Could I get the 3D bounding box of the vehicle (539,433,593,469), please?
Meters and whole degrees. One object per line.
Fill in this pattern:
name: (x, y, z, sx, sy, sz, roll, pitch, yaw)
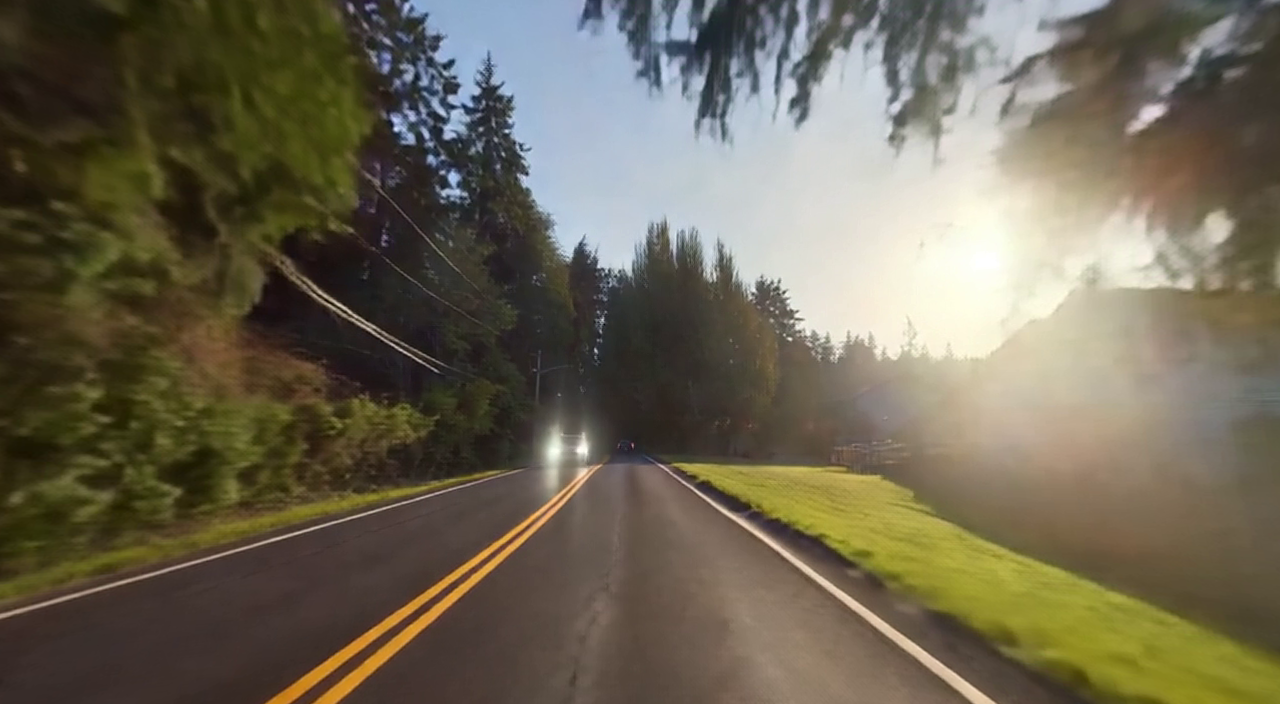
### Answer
vehicle: (-4.231, 5.804, 37.401, 2.531, 1.923, 6.417, 0, -8, -1)
